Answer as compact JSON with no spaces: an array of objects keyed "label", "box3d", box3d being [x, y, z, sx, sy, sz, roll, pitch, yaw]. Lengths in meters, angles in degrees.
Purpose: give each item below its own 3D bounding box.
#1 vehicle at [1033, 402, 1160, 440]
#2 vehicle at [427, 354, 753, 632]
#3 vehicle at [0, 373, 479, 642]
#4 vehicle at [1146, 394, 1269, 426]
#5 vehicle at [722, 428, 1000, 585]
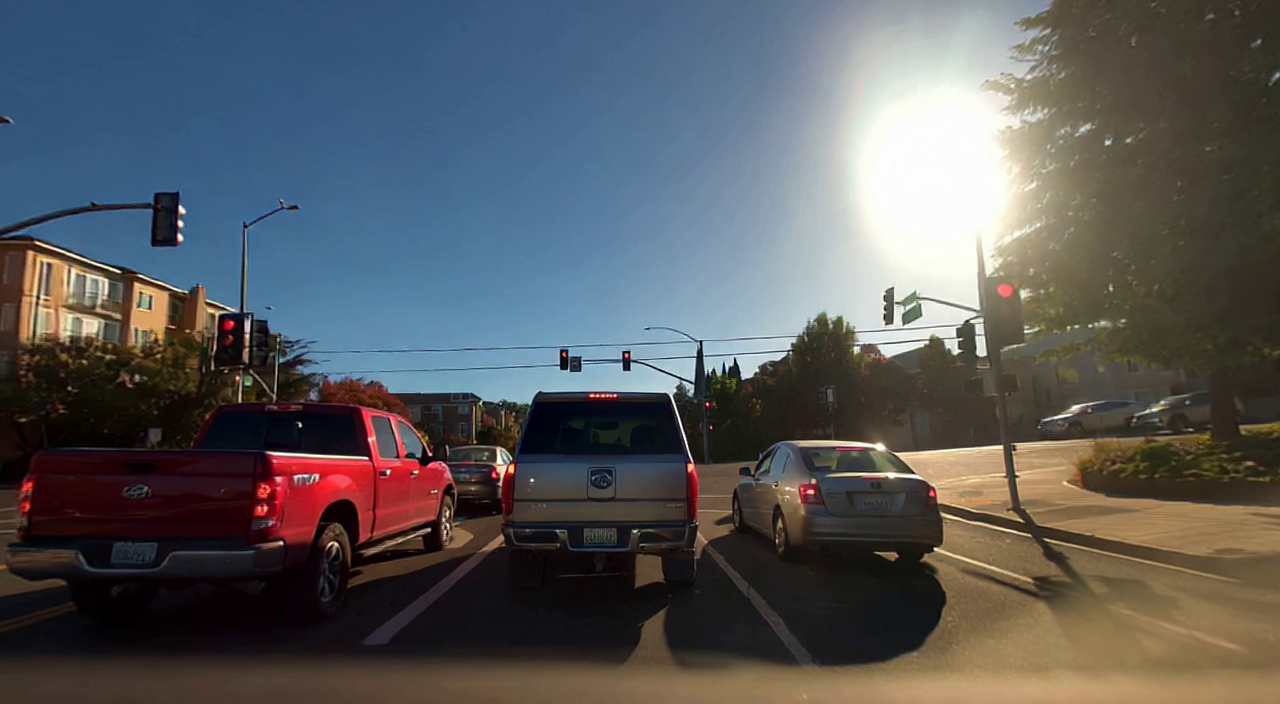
[{"label":"vehicle","box3d":[23.352,3.578,32.488,4.721,1.866,2.188,0,-9,2]},{"label":"vehicle","box3d":[-0.392,1.314,6.760,2.282,1.964,4.421,0,-9,-1]},{"label":"vehicle","box3d":[-3.464,1.437,6.961,2.146,1.828,5.148,0,-9,-2]},{"label":"vehicle","box3d":[29.279,3.036,32.697,4.540,1.543,1.803,0,-9,0]},{"label":"vehicle","box3d":[2.411,1.815,8.306,2.016,1.481,4.336,0,-9,-1]}]
